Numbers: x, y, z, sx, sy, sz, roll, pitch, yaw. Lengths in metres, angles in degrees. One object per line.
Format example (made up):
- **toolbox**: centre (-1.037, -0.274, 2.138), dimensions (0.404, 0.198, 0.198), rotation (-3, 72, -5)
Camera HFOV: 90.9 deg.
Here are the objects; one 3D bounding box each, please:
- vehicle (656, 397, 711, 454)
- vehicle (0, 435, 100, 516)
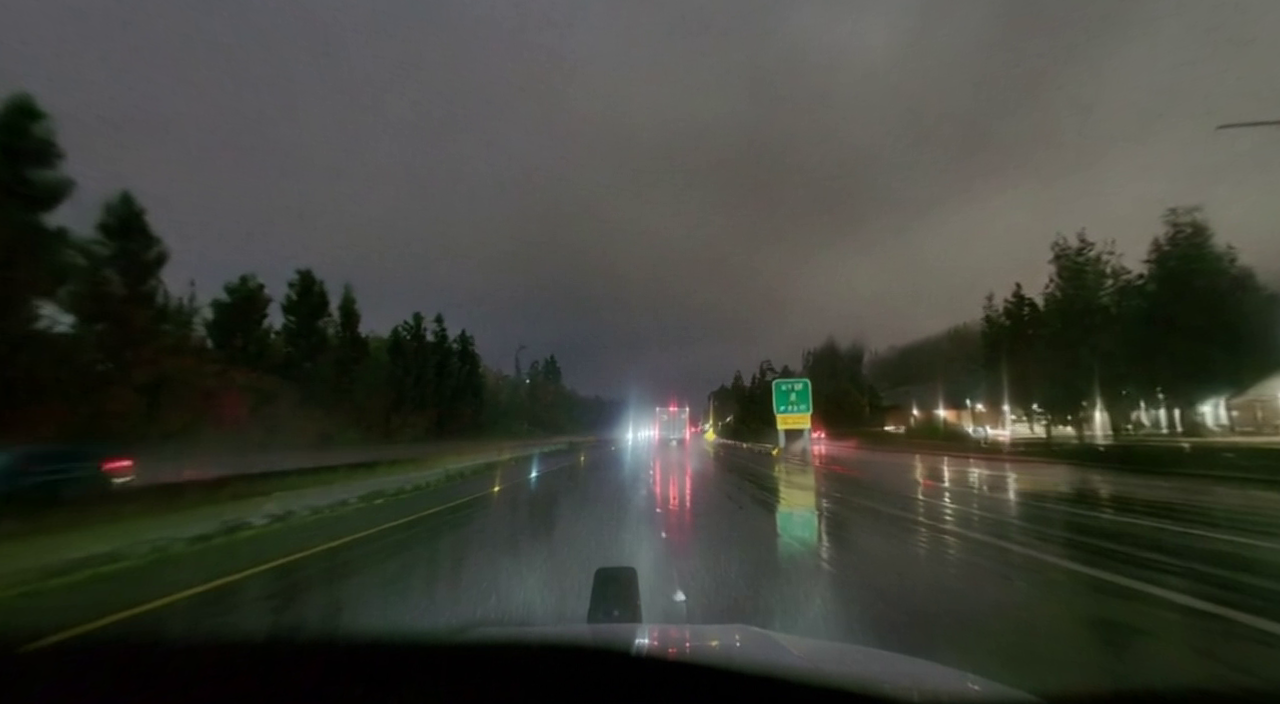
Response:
- **vehicle**: centre (2.926, 5.357, 45.265), dimensions (3.200, 3.651, 8.416), rotation (0, -8, -1)
- **vehicle**: centre (-14.251, 2.552, 13.072), dimensions (2.112, 1.654, 4.481), rotation (0, -8, 0)
